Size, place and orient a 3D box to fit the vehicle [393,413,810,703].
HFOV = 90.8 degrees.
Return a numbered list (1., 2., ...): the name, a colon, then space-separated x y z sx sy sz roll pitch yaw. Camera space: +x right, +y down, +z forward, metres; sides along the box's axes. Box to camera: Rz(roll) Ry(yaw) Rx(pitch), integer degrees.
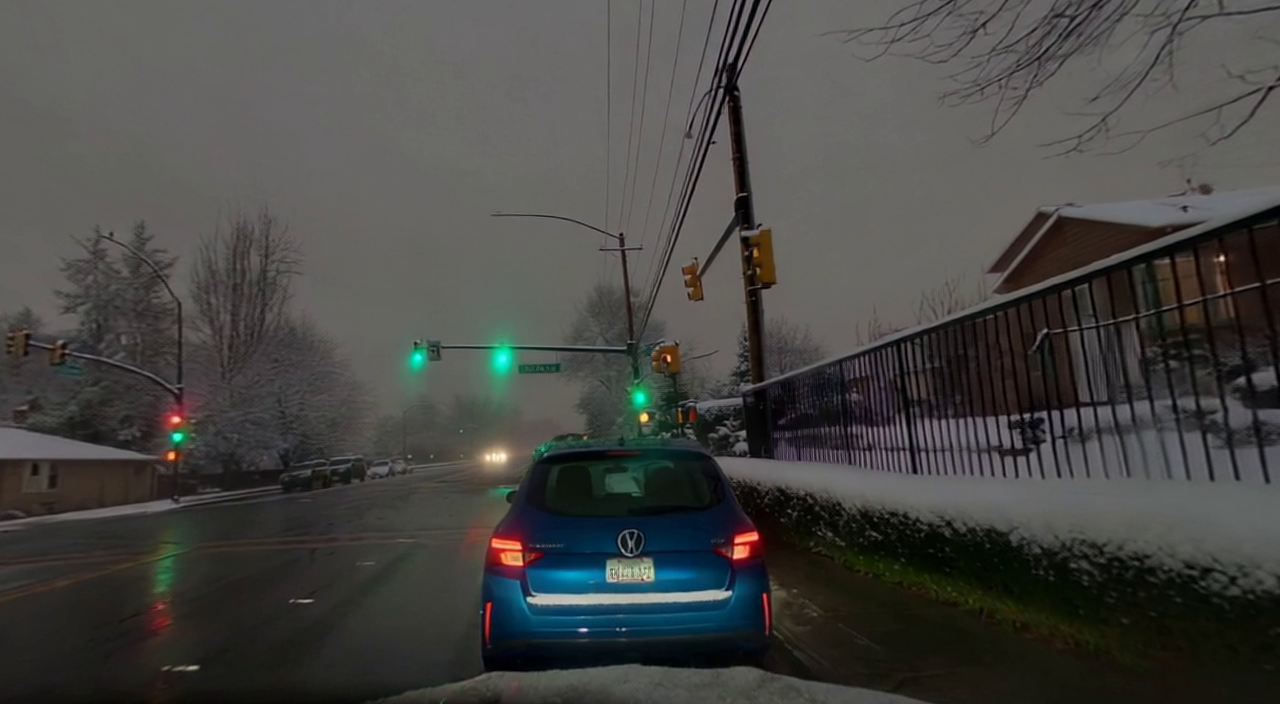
1. vehicle: -0.373 1.334 4.974 2.024 1.502 3.702 1 -9 -7
